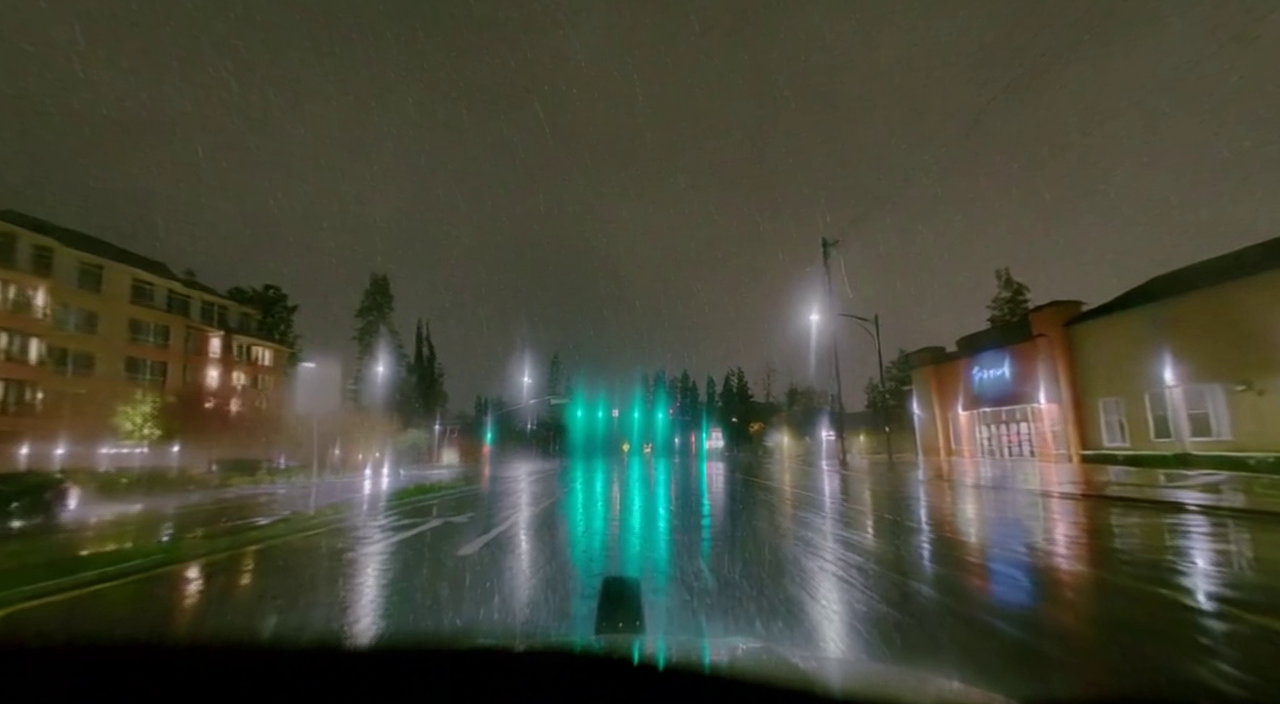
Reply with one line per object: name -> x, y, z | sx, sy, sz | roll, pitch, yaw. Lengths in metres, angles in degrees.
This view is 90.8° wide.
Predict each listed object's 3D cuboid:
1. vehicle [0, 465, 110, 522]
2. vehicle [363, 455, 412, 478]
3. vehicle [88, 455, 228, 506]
vehicle -> -19.039, 4.242, 19.087 | 1.925, 1.485, 4.821 | 0, -9, -2
vehicle -> -19.452, 8.798, 48.863 | 1.943, 1.638, 4.415 | 0, -9, 0
vehicle -> -19.135, 5.064, 25.426 | 1.976, 1.766, 4.677 | 0, -9, -1
